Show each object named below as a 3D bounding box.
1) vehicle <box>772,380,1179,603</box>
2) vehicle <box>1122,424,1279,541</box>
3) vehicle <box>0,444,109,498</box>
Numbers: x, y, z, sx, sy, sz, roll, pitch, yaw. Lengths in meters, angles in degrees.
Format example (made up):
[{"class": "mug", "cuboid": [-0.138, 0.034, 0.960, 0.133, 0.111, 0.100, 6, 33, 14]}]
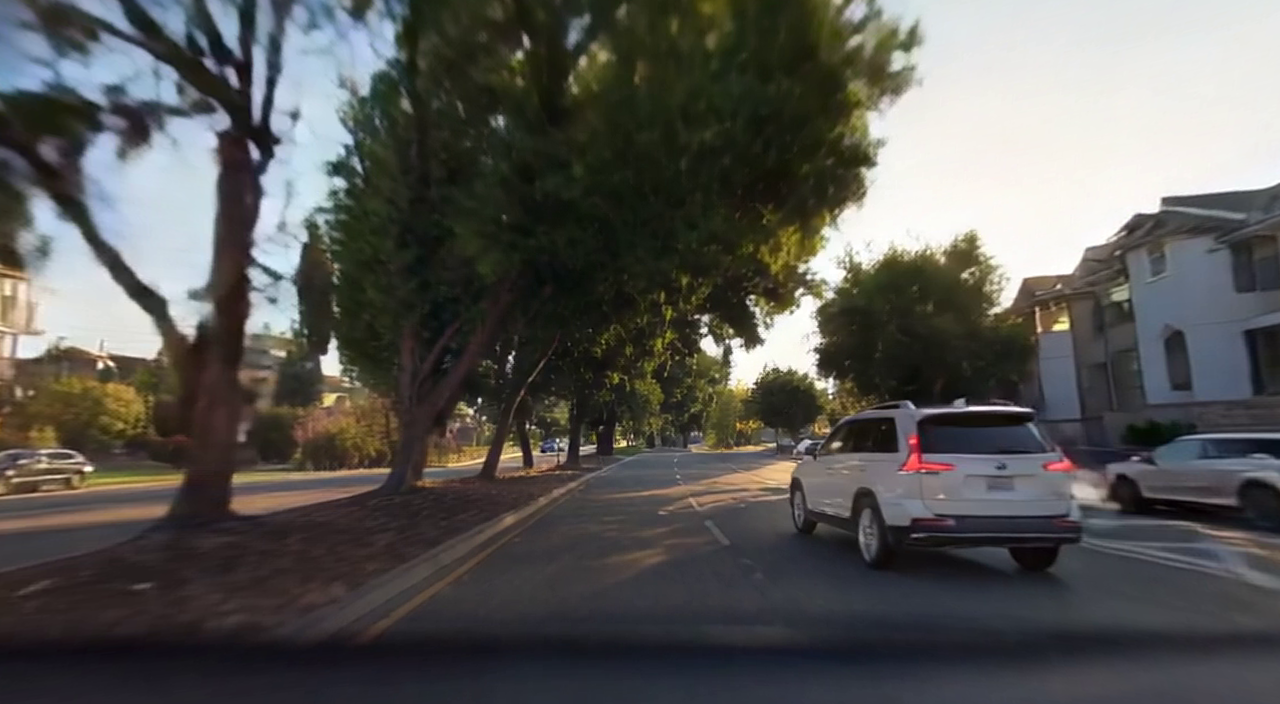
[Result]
[{"class": "vehicle", "cuboid": [3.235, 1.475, 7.526, 2.215, 1.812, 4.569, 0, -9, -1]}, {"class": "vehicle", "cuboid": [10.192, 2.011, 9.634, 2.037, 1.655, 4.760, 4, -8, 1]}, {"class": "vehicle", "cuboid": [-19.108, 3.655, 19.270, 1.908, 1.500, 4.470, -3, -10, 1]}]
